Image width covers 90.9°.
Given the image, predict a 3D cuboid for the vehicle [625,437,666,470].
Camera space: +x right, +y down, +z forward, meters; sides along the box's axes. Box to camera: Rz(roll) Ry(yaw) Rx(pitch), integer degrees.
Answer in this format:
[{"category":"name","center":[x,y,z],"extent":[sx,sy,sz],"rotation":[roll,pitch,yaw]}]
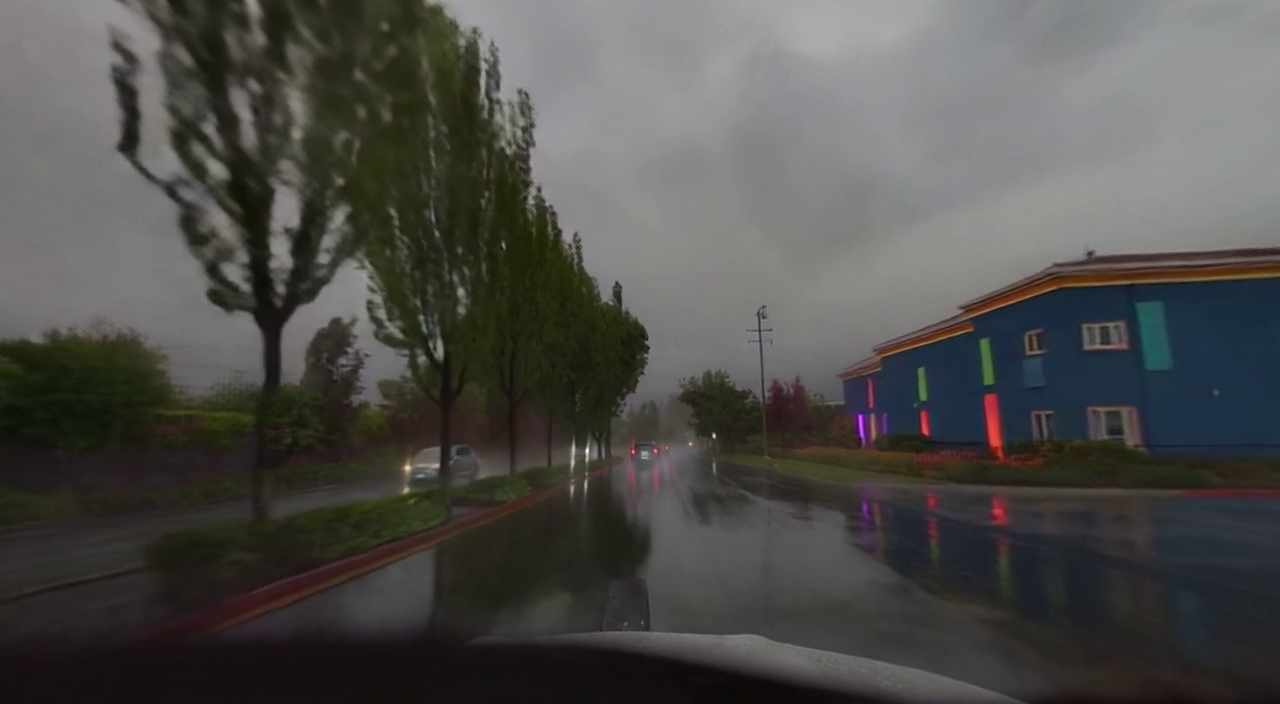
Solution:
[{"category":"vehicle","center":[0.376,5.631,35.164],"extent":[2.129,1.713,4.314],"rotation":[0,-8,3]}]

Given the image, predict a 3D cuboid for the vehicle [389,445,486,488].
[{"category":"vehicle","center":[-7.670,4.358,24.358],"extent":[2.040,1.465,4.448],"rotation":[0,-8,3]}]
